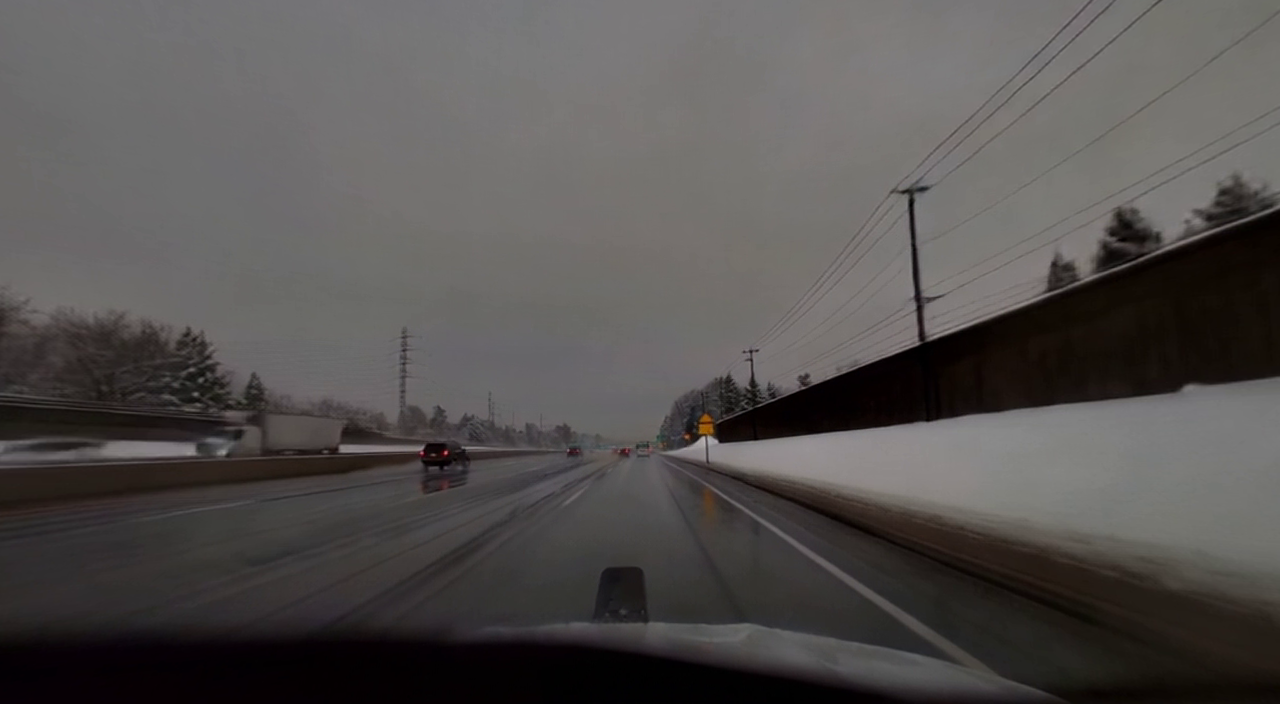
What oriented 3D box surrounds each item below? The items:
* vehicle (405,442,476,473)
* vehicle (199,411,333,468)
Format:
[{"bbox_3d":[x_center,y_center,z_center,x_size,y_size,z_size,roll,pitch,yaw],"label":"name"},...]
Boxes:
[{"bbox_3d":[-10.076,5.362,32.256,2.056,1.476,4.562,0,-8,1],"label":"vehicle"},{"bbox_3d":[-26.991,6.489,46.501,2.930,3.623,11.033,0,-8,1],"label":"vehicle"}]
